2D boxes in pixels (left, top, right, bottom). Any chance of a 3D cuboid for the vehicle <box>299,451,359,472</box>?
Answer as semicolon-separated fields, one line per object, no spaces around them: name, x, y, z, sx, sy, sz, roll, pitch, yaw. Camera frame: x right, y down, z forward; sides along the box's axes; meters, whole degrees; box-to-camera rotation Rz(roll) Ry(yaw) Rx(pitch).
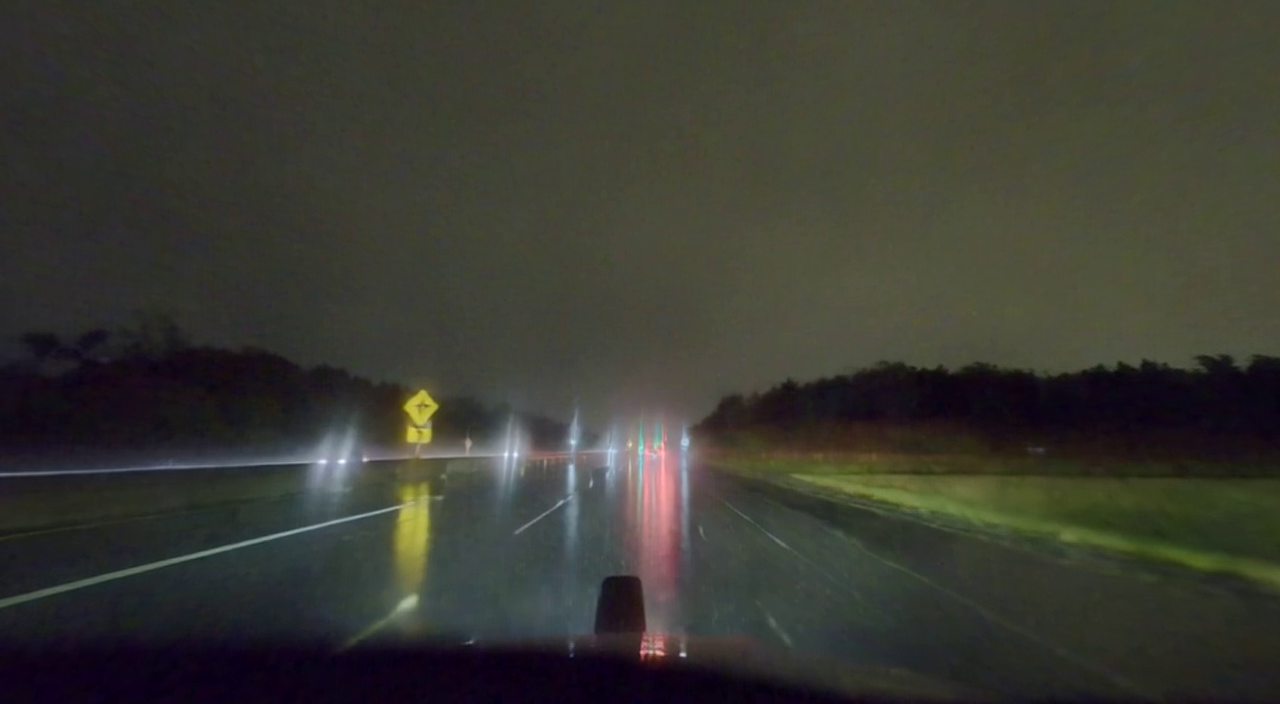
vehicle;-23.660;8.334;48.221;2.148;1.493;4.415;0;-9;2
